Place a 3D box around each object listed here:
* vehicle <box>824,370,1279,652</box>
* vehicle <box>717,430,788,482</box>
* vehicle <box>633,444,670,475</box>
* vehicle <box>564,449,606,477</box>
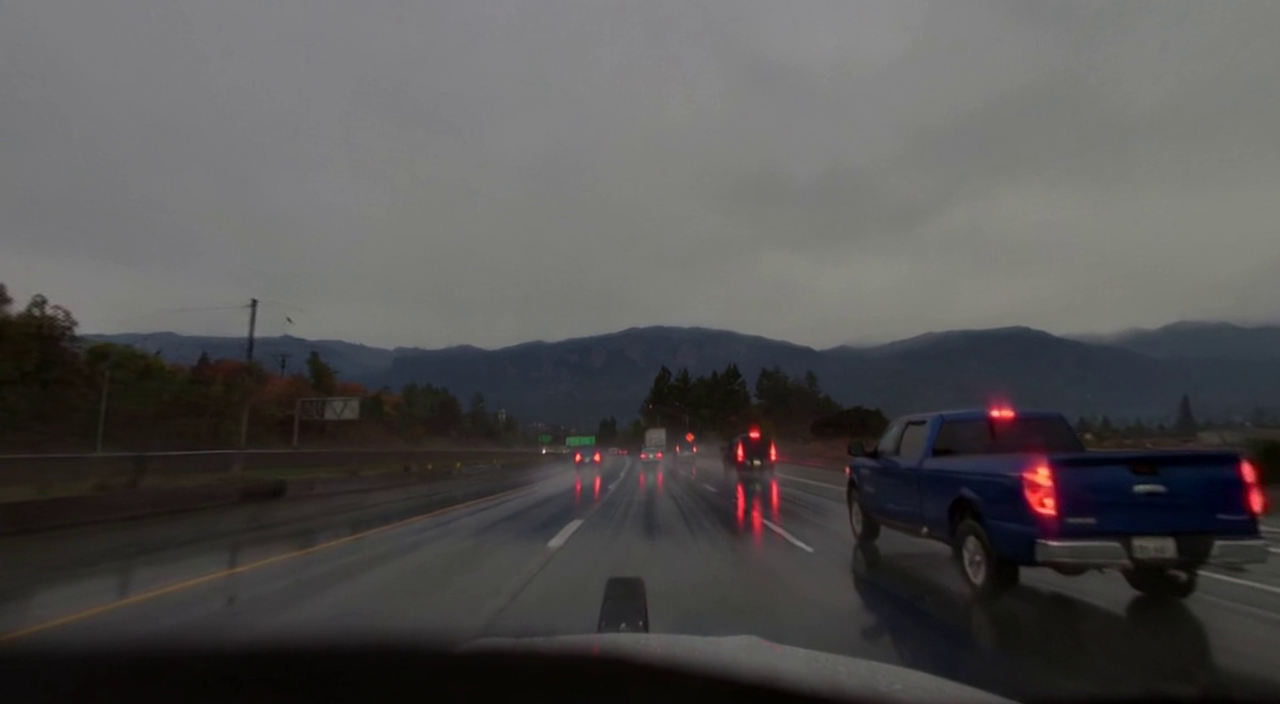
[{"bbox_3d":[3.933,1.440,6.896,2.229,1.837,5.387,-1,-9,0],"label":"vehicle"},{"bbox_3d":[4.610,4.346,26.530,2.057,1.958,4.495,0,-9,-1],"label":"vehicle"},{"bbox_3d":[0.583,6.017,35.393,1.959,1.604,4.065,0,-9,-1],"label":"vehicle"},{"bbox_3d":[-3.224,6.570,37.764,2.109,1.530,4.646,-1,-9,0],"label":"vehicle"}]
